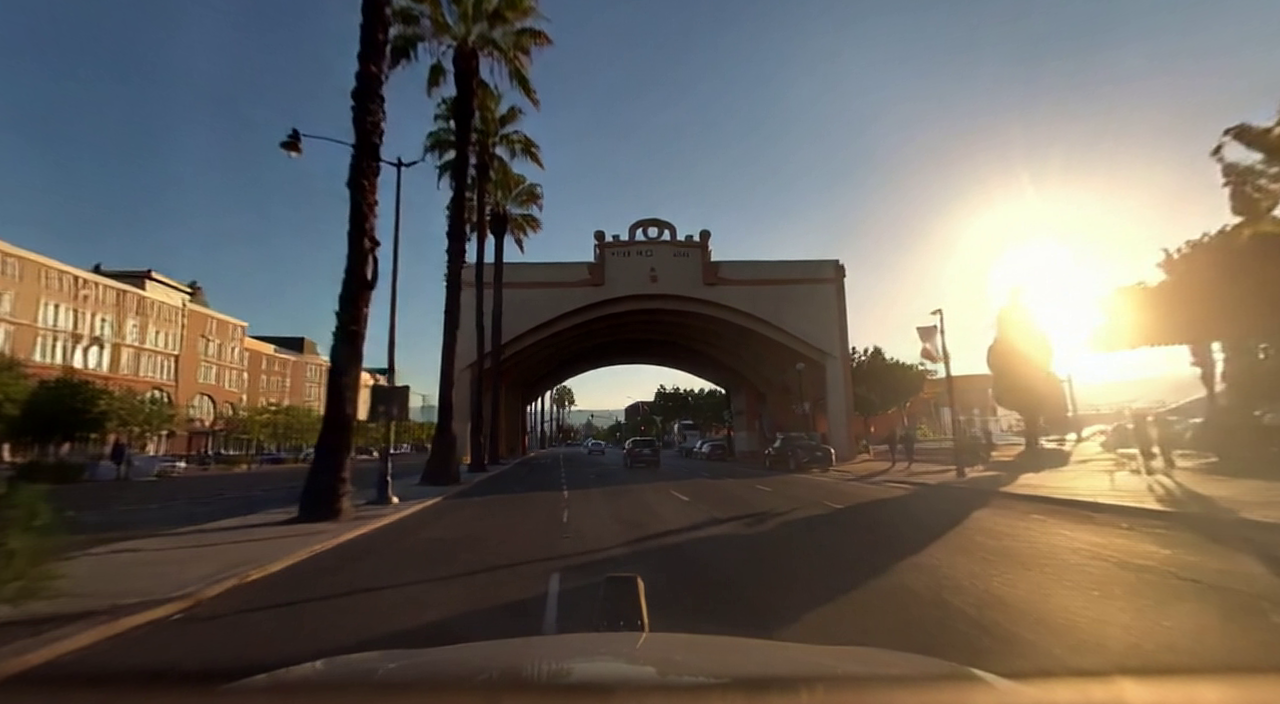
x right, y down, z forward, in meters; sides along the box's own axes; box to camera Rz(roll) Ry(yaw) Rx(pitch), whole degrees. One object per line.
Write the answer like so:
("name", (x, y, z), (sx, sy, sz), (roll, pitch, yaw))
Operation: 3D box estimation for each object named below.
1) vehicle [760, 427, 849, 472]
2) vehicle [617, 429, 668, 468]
("vehicle", (8.205, 4.956, 32.242), (2.417, 2.030, 5.711), (1, -9, -7))
("vehicle", (0.010, 5.648, 37.062), (2.284, 2.010, 6.670), (1, -9, -6))
